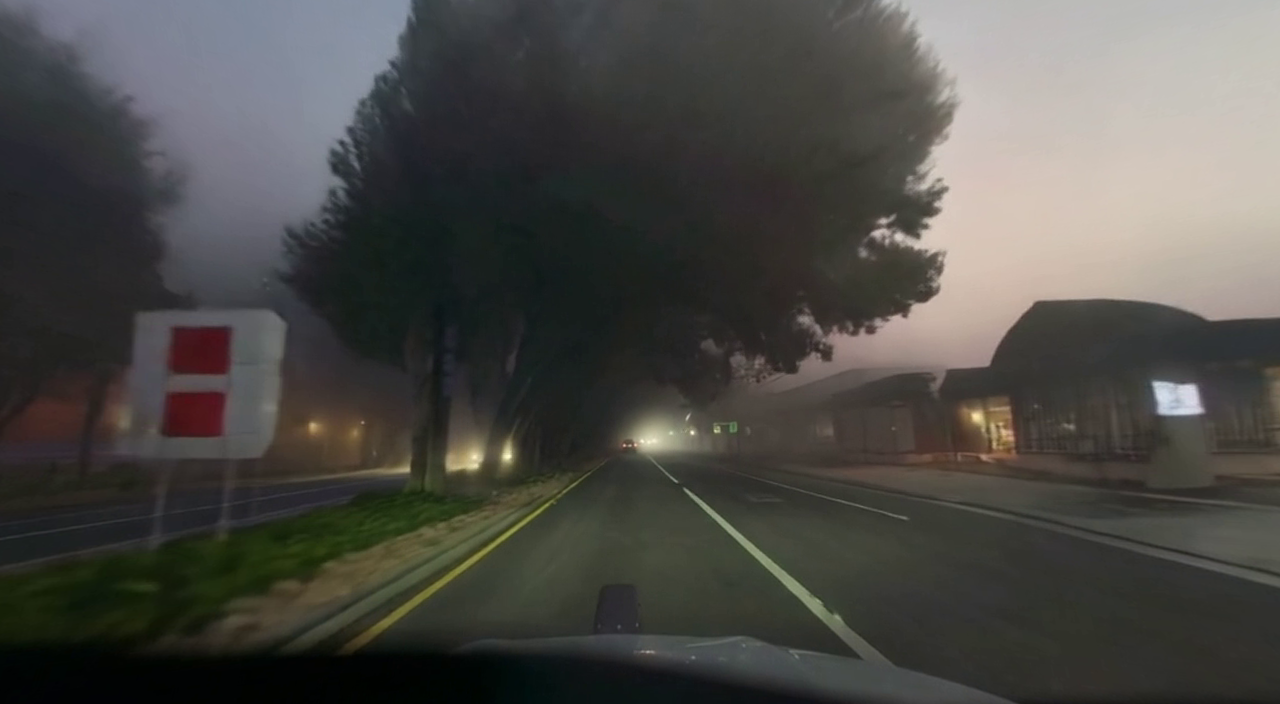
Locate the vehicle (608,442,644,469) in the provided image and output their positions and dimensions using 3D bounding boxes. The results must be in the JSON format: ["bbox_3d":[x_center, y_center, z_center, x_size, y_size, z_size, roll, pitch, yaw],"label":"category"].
[{"bbox_3d":[-0.875,6.201,37.914,2.045,1.510,3.690,0,-9,-2],"label":"vehicle"}]

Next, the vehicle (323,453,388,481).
[{"bbox_3d":[-16.135,6.528,36.081,1.792,1.413,4.452,0,-9,-2],"label":"vehicle"}]

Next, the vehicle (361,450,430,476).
[{"bbox_3d":[-15.921,7.264,41.514,2.098,1.524,5.102,-1,-9,6],"label":"vehicle"}]
